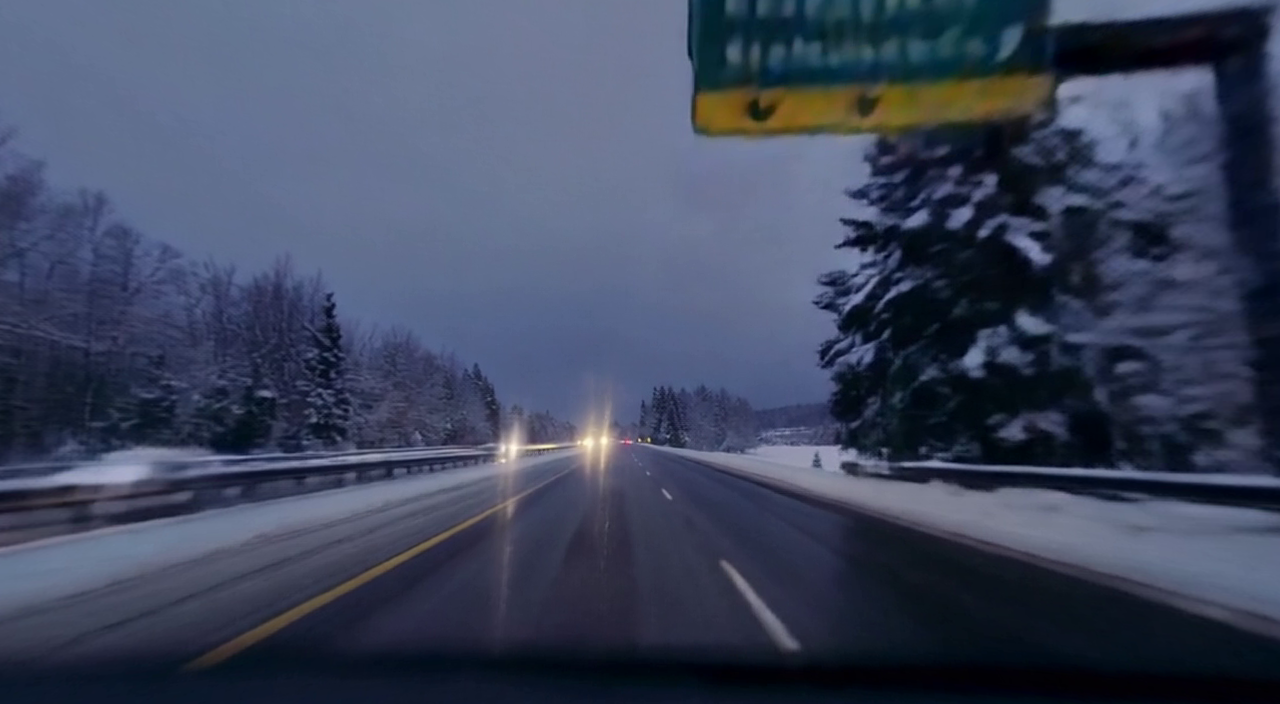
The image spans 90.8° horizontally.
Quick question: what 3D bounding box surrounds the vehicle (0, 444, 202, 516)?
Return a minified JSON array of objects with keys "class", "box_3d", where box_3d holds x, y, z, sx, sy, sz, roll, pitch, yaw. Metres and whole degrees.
[{"class":"vehicle","box_3d":[-13.458,3.069,15.669,1.982,1.480,4.549,0,-9,-2]}]
